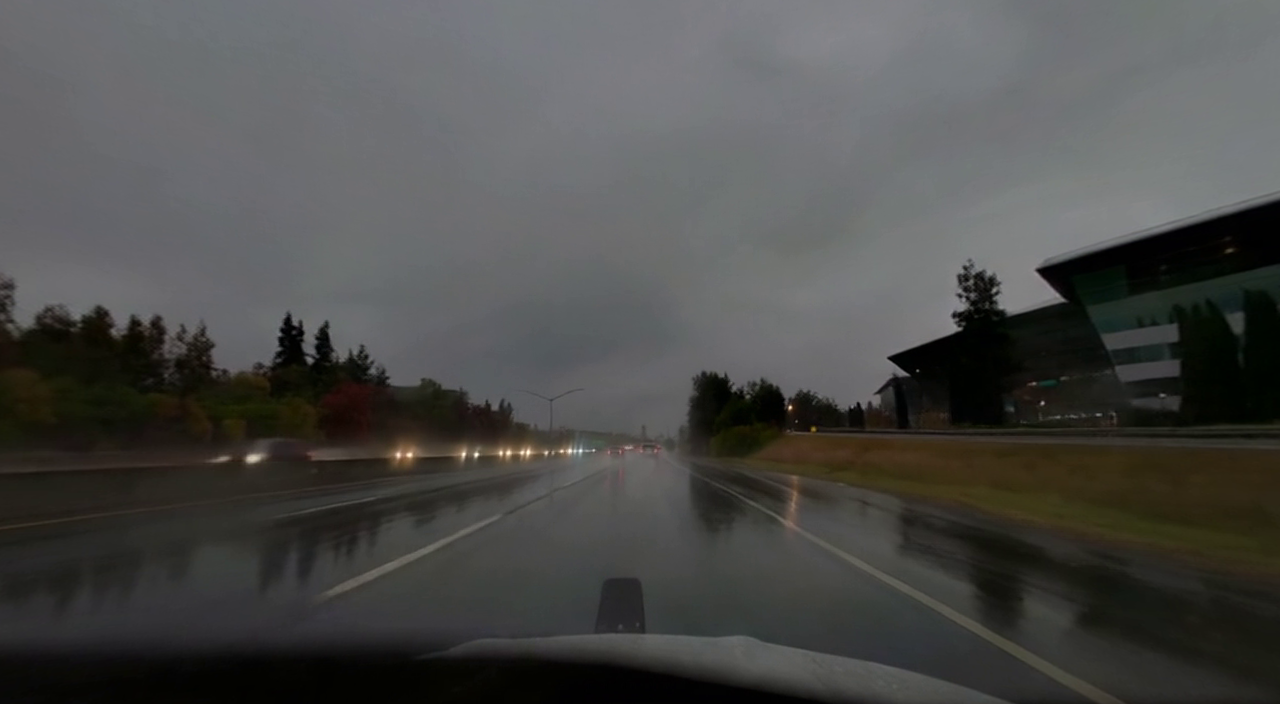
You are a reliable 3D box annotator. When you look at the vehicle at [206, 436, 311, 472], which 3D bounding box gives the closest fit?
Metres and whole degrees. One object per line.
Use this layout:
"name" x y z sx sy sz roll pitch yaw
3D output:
"vehicle" -18.330 4.909 30.673 1.956 1.578 4.787 -1 -8 2
